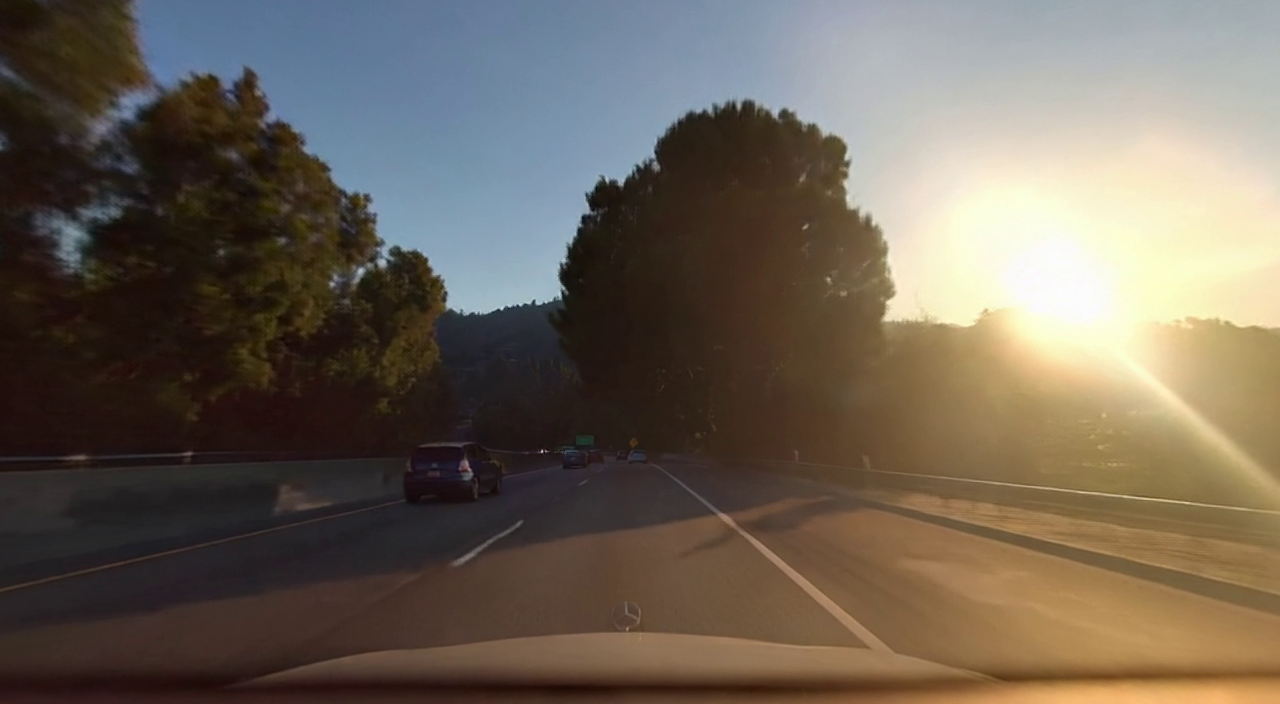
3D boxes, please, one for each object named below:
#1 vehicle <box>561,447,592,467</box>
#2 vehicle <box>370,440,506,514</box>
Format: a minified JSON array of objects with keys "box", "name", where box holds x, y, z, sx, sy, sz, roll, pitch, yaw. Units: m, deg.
[{"box":[-4.906,8.175,49.228,2.052,1.468,4.390,0,-8,0],"name":"vehicle"},{"box":[-4.615,2.894,15.169,1.838,1.508,4.317,0,-8,0],"name":"vehicle"}]
